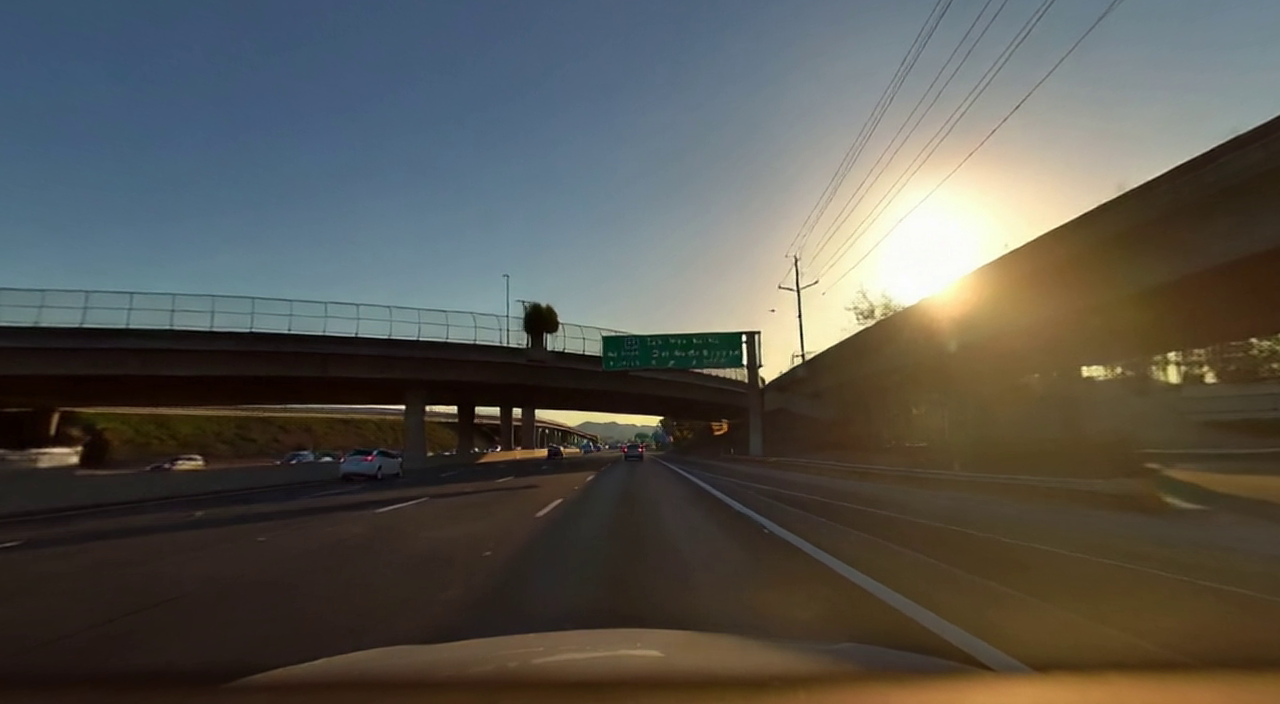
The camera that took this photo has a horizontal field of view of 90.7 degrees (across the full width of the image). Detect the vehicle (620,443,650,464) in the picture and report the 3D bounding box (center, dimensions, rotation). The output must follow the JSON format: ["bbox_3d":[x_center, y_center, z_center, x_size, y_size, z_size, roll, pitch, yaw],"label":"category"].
[{"bbox_3d":[-0.406,7.344,45.904,2.086,1.472,4.168,0,-8,-1],"label":"vehicle"}]

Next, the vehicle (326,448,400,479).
[{"bbox_3d":[-14.800,5.943,34.094,1.969,1.486,4.395,0,-8,0],"label":"vehicle"}]
